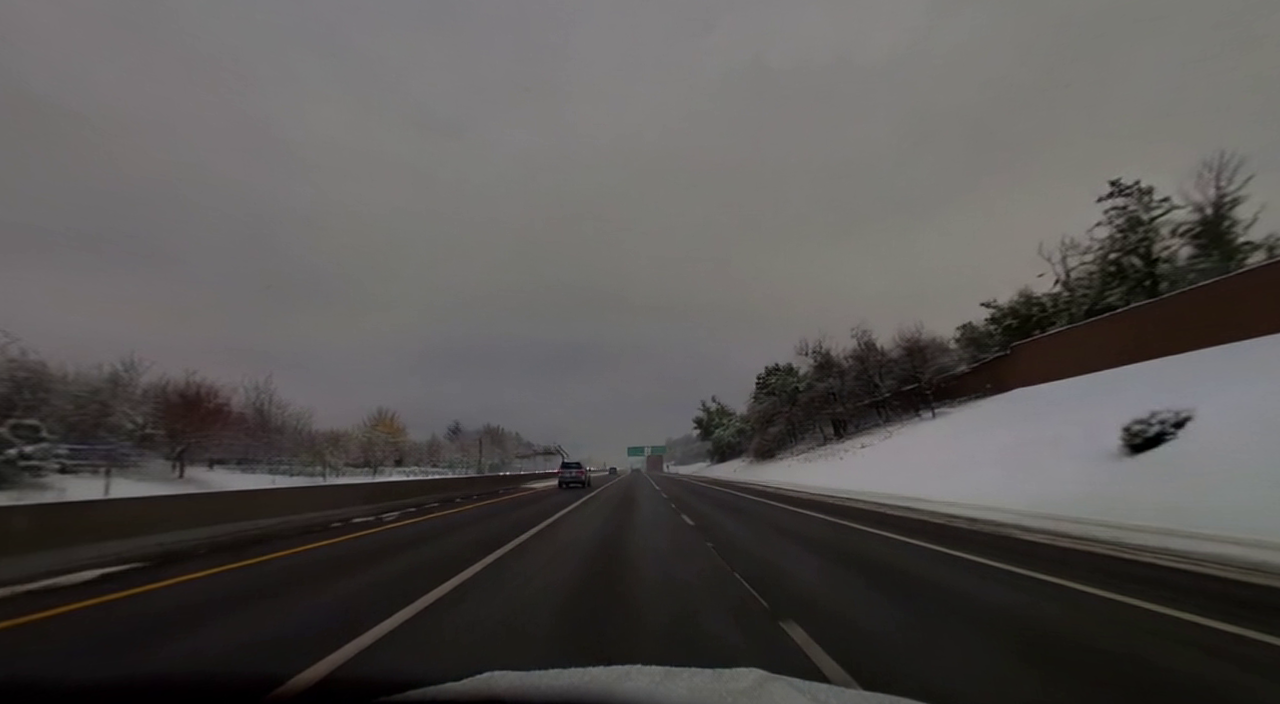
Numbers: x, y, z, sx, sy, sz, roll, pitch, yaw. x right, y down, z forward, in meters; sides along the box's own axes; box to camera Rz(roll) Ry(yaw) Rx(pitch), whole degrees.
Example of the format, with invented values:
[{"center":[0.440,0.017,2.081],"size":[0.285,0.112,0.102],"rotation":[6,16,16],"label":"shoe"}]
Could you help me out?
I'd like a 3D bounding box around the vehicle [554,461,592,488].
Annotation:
[{"center":[-4.584,8.481,43.839],"size":[2.178,1.736,4.847],"rotation":[1,-10,0],"label":"vehicle"}]
